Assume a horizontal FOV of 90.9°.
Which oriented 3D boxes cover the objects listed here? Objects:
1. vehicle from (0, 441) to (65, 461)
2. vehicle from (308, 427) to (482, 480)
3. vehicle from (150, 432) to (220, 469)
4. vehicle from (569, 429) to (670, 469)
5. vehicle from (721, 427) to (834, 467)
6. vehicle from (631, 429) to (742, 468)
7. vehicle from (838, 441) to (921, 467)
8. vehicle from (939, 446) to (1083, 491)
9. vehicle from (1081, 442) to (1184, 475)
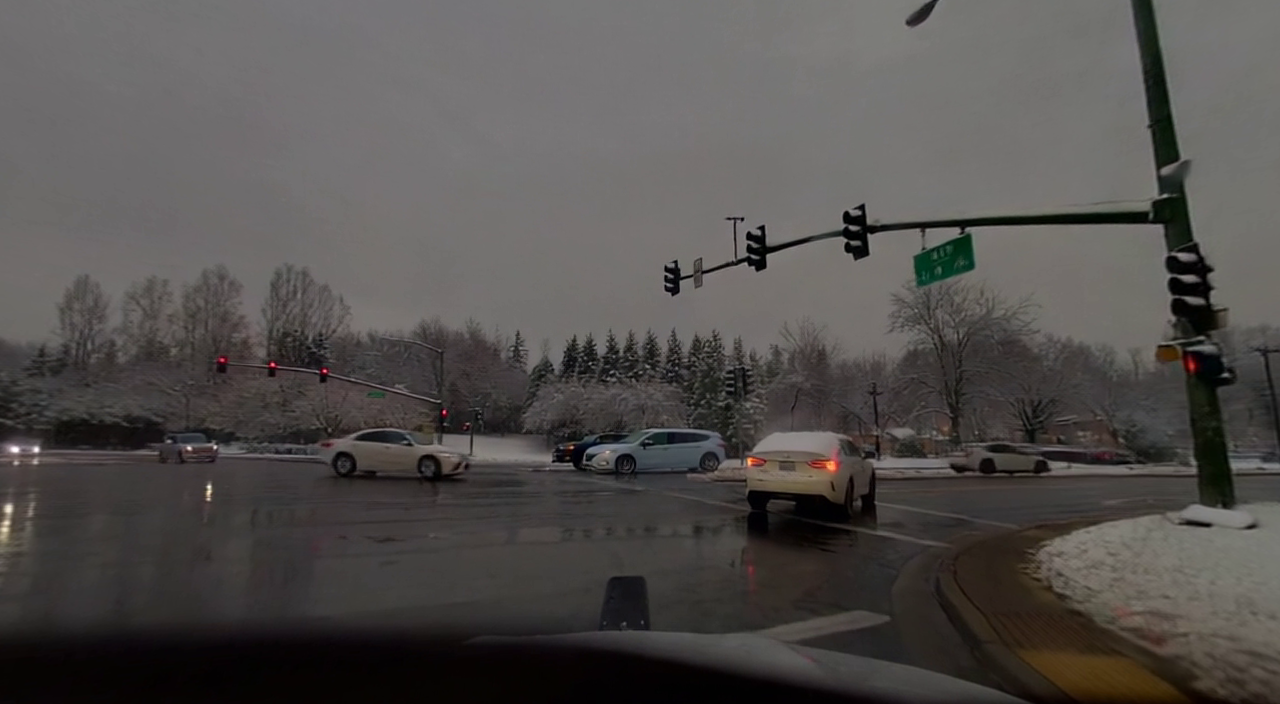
[{"bbox_3d":[-46.404,7.399,47.091,4.589,1.462,1.953,2,-9,-12],"label":"vehicle"},{"bbox_3d":[-7.358,3.019,18.962,4.686,1.425,2.018,-3,-9,22],"label":"vehicle"},{"bbox_3d":[-24.861,5.352,34.356,2.450,1.807,5.332,7,-11,-41],"label":"vehicle"},{"bbox_3d":[-0.950,4.565,29.842,4.360,1.749,1.895,4,-10,-28],"label":"vehicle"},{"bbox_3d":[7.431,5.143,33.879,5.791,1.964,2.199,5,-10,-25],"label":"vehicle"},{"bbox_3d":[2.044,4.201,27.548,4.483,1.589,1.852,4,-9,-26],"label":"vehicle"},{"bbox_3d":[13.931,5.929,36.677,4.457,1.429,1.862,4,-9,-25],"label":"vehicle"},{"bbox_3d":[12.481,3.845,21.202,4.425,1.366,1.865,4,-9,-24],"label":"vehicle"},{"bbox_3d":[23.822,5.123,30.450,5.032,1.473,1.827,4,-9,-26],"label":"vehicle"}]
